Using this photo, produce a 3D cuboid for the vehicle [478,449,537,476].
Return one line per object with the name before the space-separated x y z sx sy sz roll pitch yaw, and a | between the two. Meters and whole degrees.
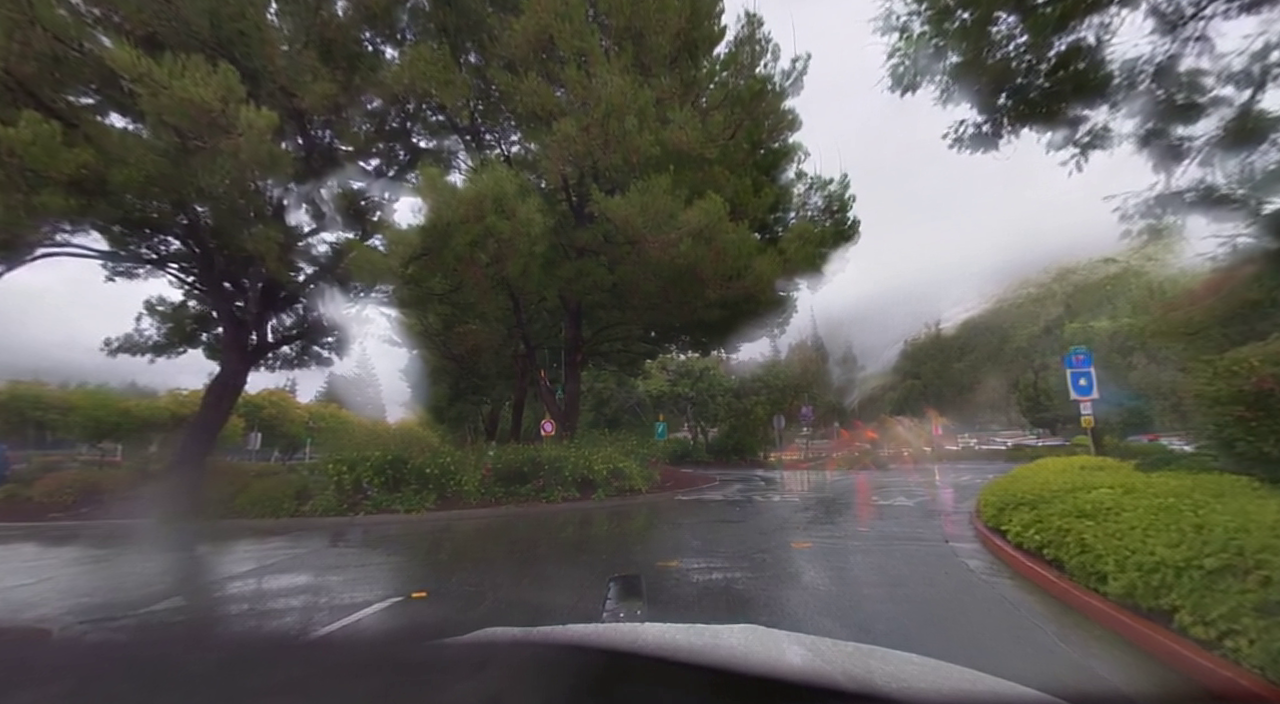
vehicle | -9.104 7.499 43.073 2.019 1.672 4.490 6 -11 -40
